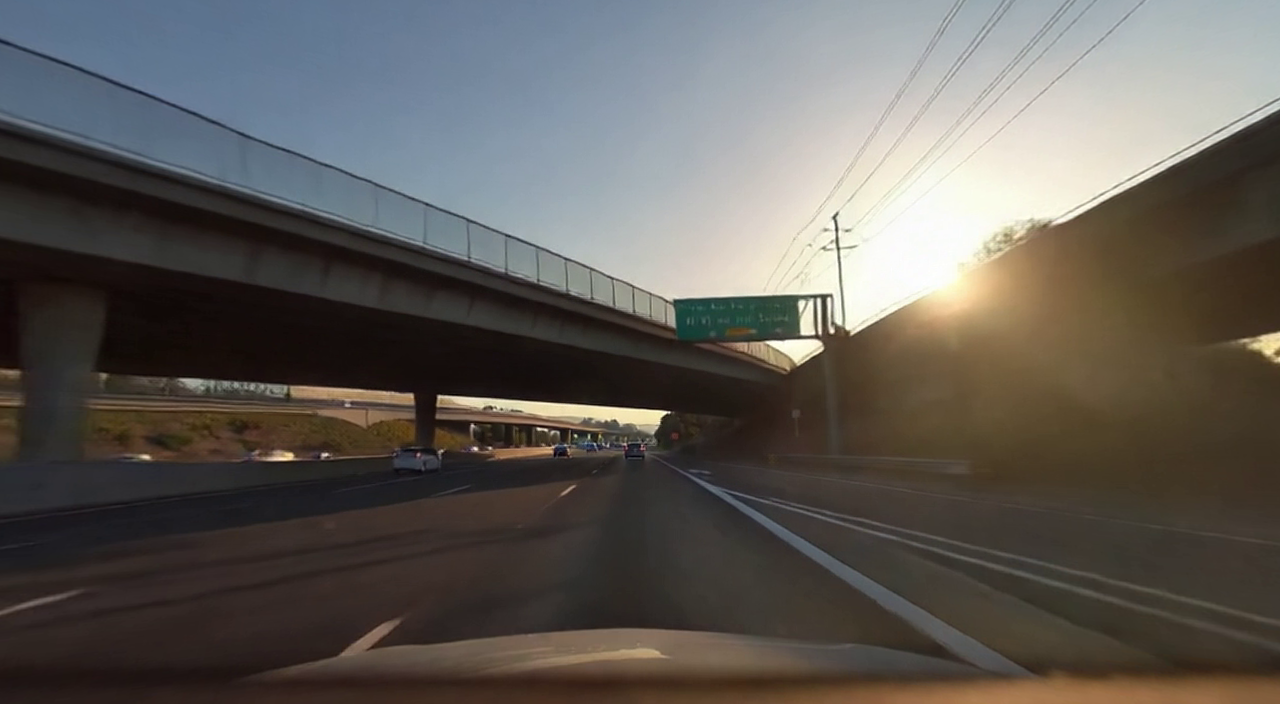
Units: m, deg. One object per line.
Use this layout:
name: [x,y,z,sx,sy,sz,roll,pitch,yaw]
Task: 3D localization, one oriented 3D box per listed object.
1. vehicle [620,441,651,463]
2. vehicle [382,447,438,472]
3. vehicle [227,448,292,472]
vehicle: [-0.317,7.191,45.552,2.086,1.472,4.168,0,-8,-1]
vehicle: [-14.865,6.919,41.100,1.969,1.486,4.395,0,-8,0]
vehicle: [-28.331,8.052,47.319,1.999,1.620,4.600,0,-8,0]
